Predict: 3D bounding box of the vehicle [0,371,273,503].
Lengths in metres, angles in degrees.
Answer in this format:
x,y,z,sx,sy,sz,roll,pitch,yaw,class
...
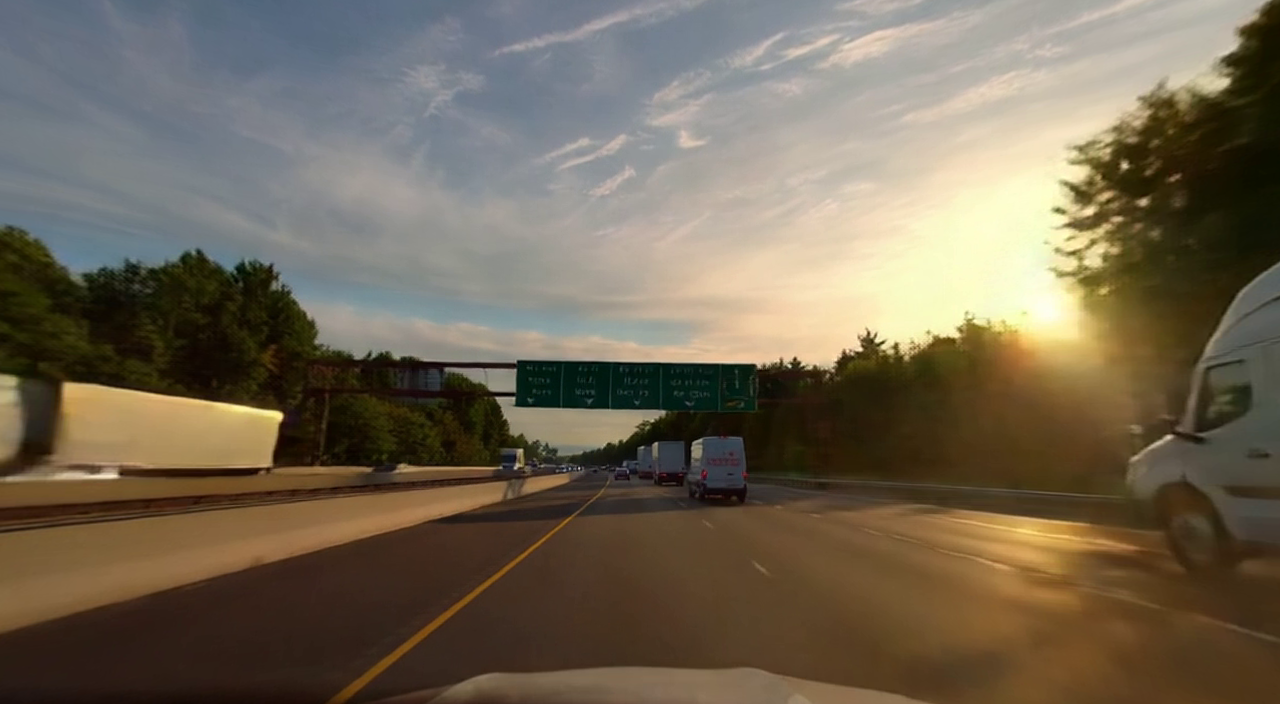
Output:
x,y,z,sx,sy,sz,roll,pitch,yaw,class
-21.264,3.893,26.588,2.909,4.066,14.514,1,-10,-1,vehicle

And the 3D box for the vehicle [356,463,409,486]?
x,y,z,sx,sy,sz,roll,pitch,yaw,class
-17.877,8.518,43.848,1.950,1.499,4.151,1,-10,-1,vehicle

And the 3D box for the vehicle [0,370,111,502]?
x,y,z,sx,sy,sz,roll,pitch,yaw,class
-21.108,2.713,20.063,2.923,3.992,5.858,1,-10,0,vehicle

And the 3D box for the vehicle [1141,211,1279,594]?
x,y,z,sx,sy,sz,roll,pitch,yaw,class
8.200,0.306,5.291,2.973,3.981,5.821,0,-10,2,vehicle

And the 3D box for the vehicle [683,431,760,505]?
x,y,z,sx,sy,sz,roll,pitch,yaw,class
3.141,4.704,25.534,2.291,2.639,5.280,1,-10,-2,vehicle

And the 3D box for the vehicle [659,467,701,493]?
x,y,z,sx,sy,sz,roll,pitch,yaw,class
2.316,7.596,37.462,2.081,1.453,4.300,1,-10,-2,vehicle
